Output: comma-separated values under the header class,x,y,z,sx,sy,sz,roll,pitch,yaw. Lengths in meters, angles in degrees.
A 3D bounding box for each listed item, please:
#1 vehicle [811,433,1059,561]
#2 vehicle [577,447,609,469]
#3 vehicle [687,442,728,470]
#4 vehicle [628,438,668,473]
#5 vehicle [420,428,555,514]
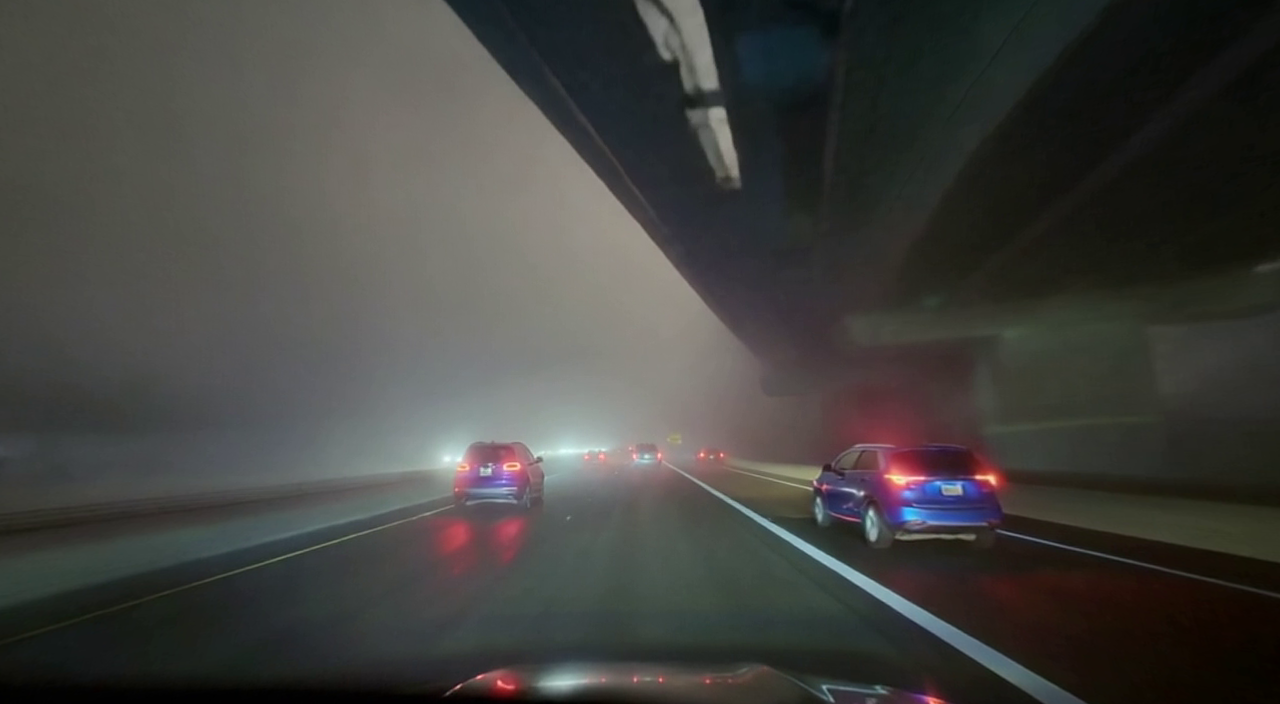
class,x,y,z,sx,sy,sz,roll,pitch,yaw
vehicle,4.131,2.065,9.651,1.959,1.554,3.795,0,-9,0
vehicle,-3.381,7.739,46.202,1.994,1.475,4.171,0,-9,0
vehicle,4.547,7.125,43.251,2.231,1.807,4.588,0,-9,-1
vehicle,0.426,5.969,36.446,2.155,1.909,4.529,0,-9,0
vehicle,-3.463,2.809,15.354,2.089,1.751,4.515,0,-9,1
